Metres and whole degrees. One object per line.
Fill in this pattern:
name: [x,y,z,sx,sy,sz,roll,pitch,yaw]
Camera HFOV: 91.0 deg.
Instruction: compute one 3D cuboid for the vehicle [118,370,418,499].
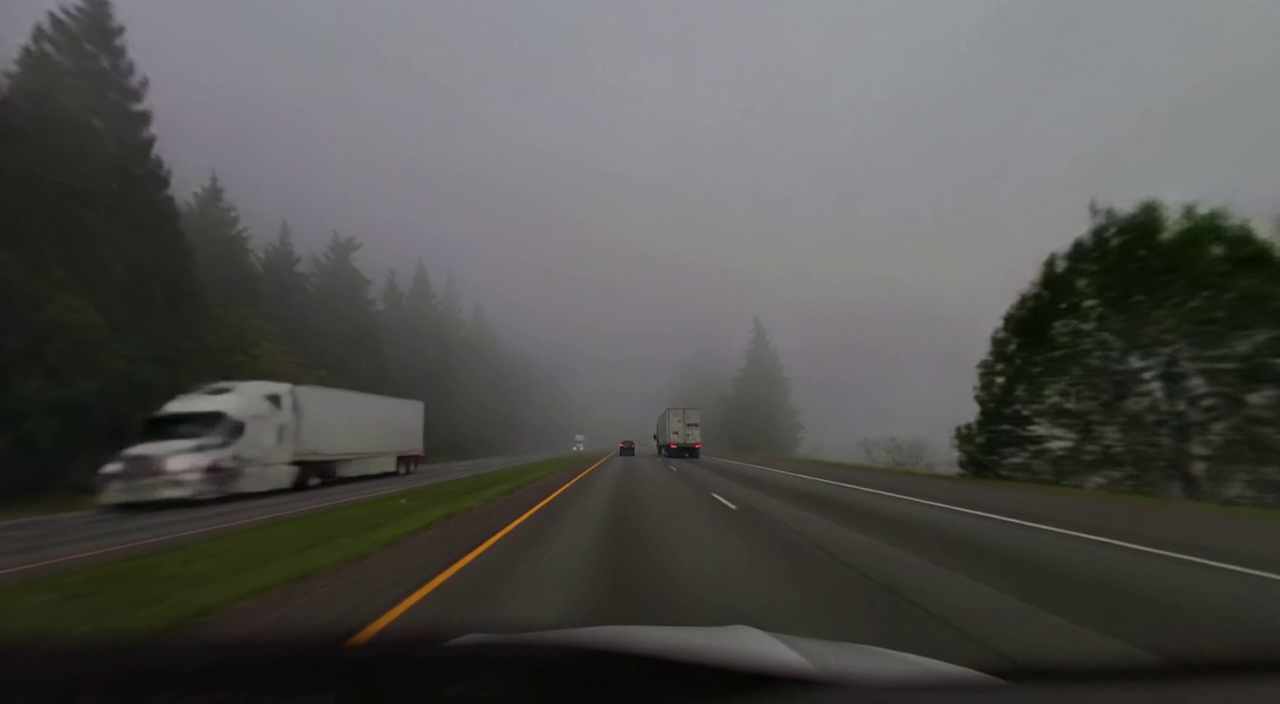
vehicle: [-14.403,3.701,27.896,3.356,3.915,17.078,0,-8,-1]
